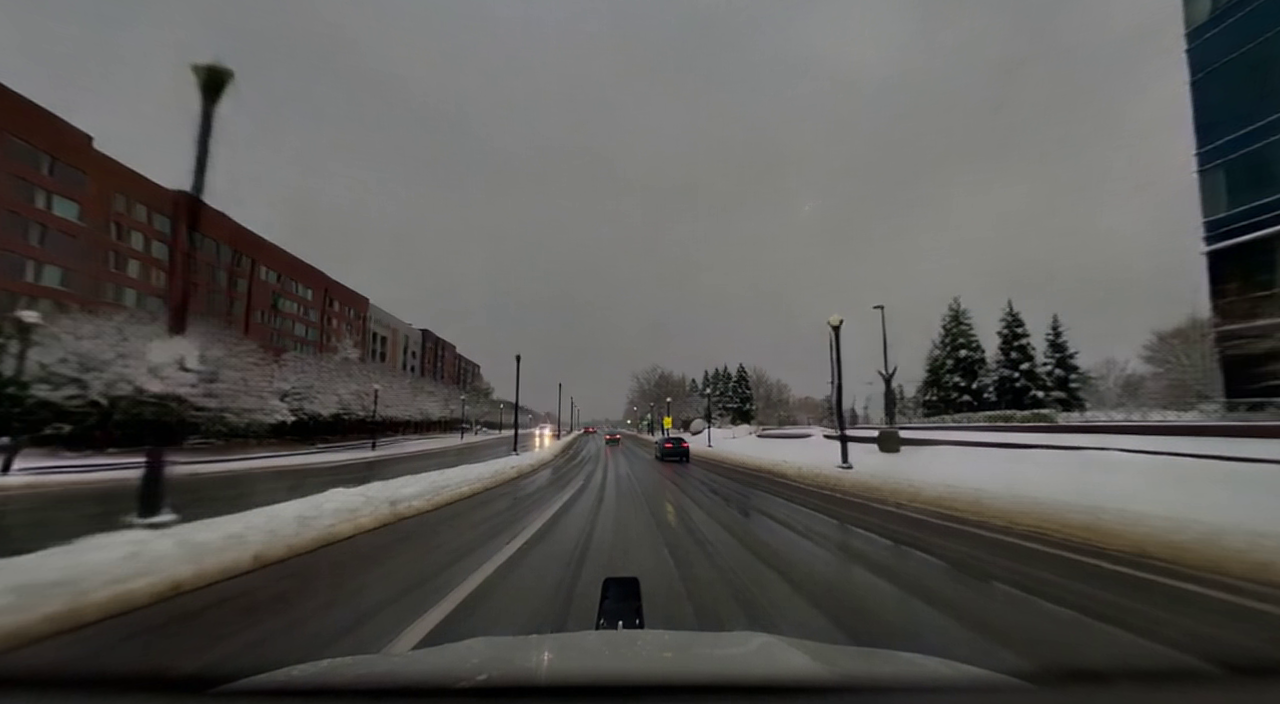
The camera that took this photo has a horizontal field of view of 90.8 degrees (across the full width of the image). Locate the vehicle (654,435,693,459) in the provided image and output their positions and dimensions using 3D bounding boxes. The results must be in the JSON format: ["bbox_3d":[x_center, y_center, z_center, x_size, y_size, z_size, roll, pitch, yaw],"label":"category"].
[{"bbox_3d":[2.149,6.243,41.510,2.090,1.506,4.382,0,-8,-3],"label":"vehicle"}]
